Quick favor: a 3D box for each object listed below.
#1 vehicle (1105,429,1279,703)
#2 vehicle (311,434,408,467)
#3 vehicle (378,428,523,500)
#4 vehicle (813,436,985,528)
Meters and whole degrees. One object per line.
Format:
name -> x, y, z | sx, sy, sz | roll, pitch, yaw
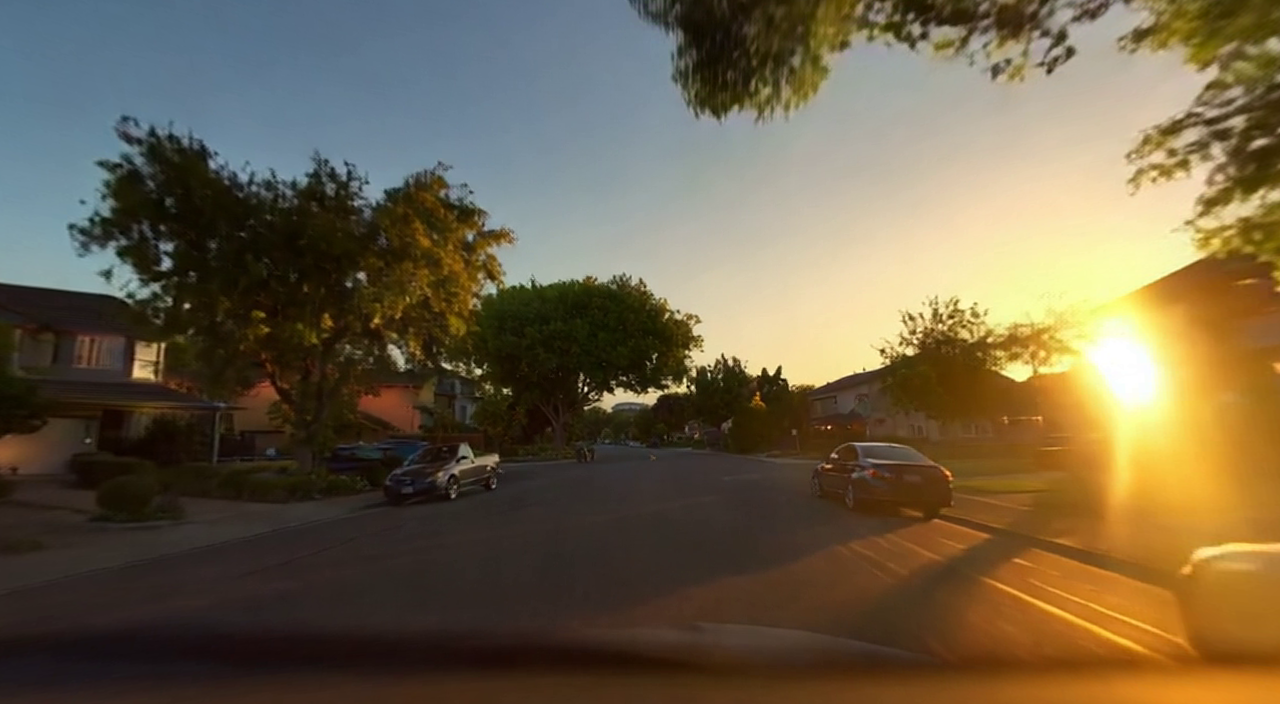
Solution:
vehicle -> 3.711, 0.882, 1.391 | 2.088, 1.429, 4.796 | 0, -8, 6
vehicle -> -17.180, 6.069, 38.735 | 4.879, 1.867, 2.234 | 2, -8, -4
vehicle -> -4.805, 2.987, 16.695 | 1.943, 1.433, 4.717 | -7, -11, 6
vehicle -> 4.848, 2.422, 12.601 | 1.931, 1.395, 4.793 | 1, -7, 7
